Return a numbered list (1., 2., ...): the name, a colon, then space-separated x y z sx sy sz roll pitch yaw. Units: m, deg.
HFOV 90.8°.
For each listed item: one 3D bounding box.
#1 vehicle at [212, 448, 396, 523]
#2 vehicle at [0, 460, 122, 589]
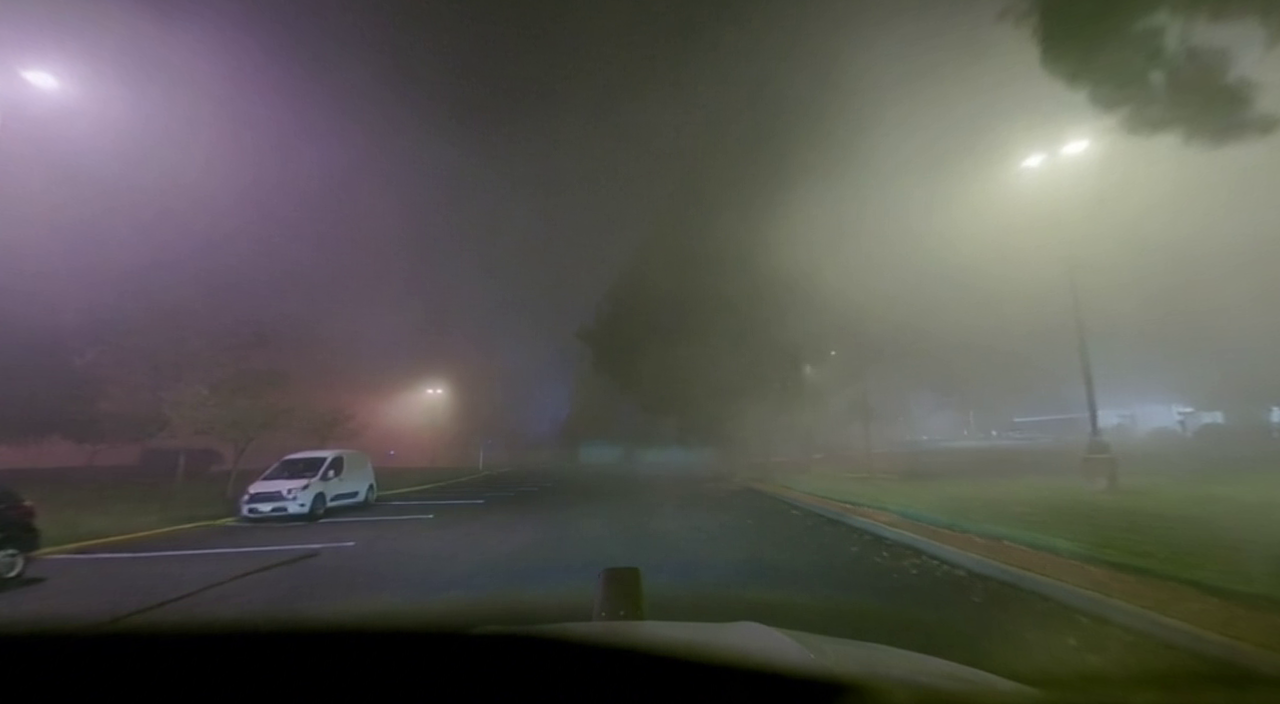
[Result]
1. vehicle: -8.970 3.552 17.537 2.360 1.741 4.912 0 -9 0
2. vehicle: -8.840 2.052 7.206 2.038 1.525 4.383 0 -9 2
